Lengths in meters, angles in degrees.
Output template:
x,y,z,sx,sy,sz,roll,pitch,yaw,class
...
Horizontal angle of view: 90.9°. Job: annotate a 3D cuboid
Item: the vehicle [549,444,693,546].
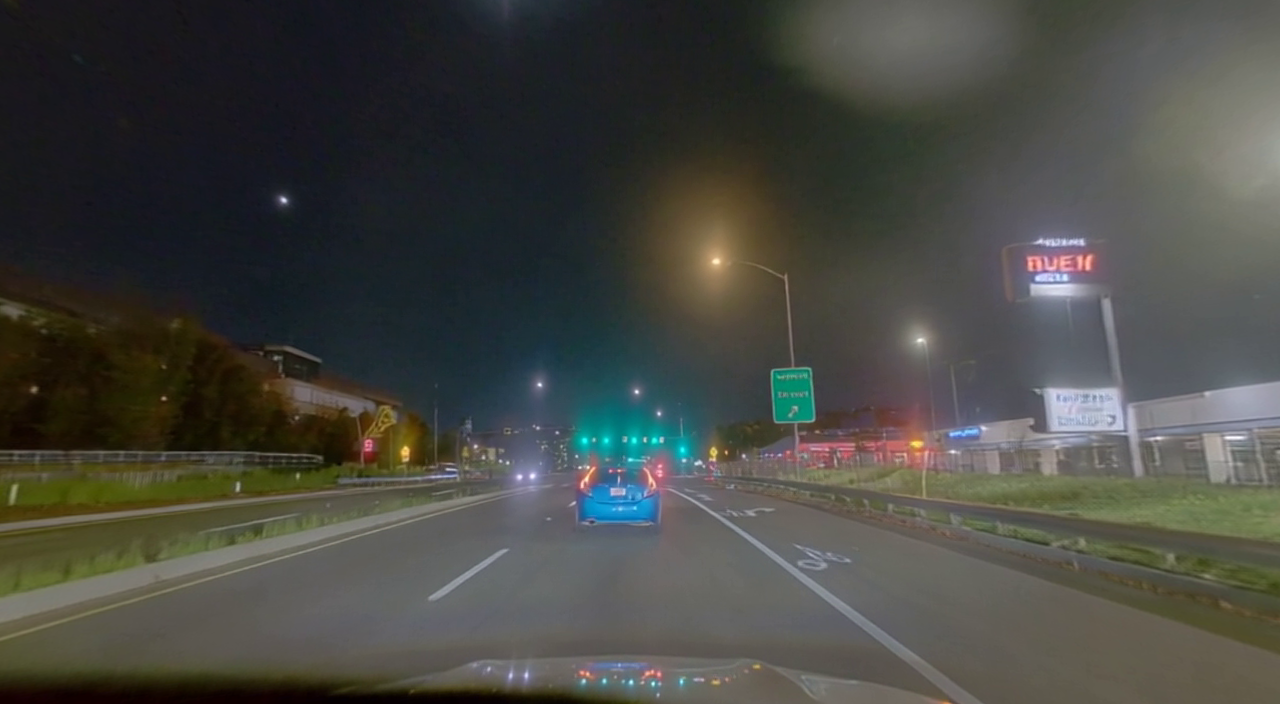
x,y,z,sx,sy,sz,roll,pitch,yaw,class
-0.284,2.366,11.074,2.063,1.442,3.933,0,-9,0,vehicle
